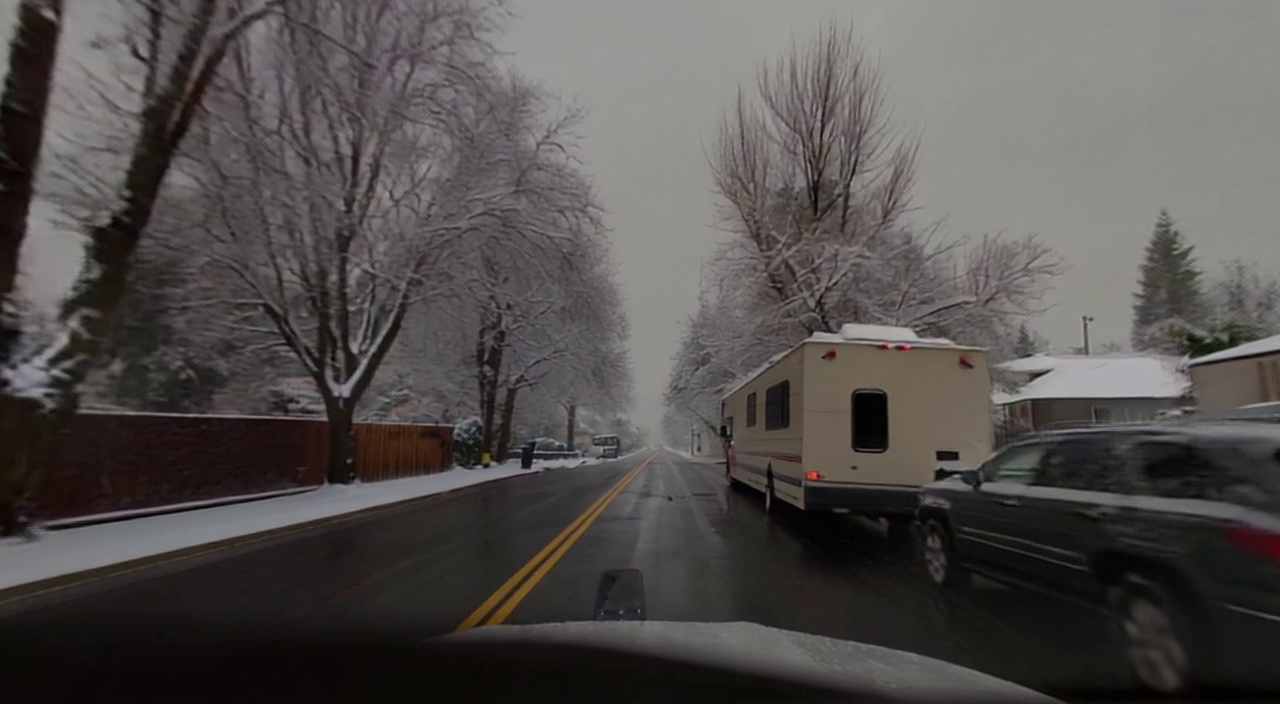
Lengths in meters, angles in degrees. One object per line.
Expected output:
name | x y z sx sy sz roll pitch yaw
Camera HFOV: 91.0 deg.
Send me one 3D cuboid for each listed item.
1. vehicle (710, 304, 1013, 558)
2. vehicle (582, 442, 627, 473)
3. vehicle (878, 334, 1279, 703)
vehicle | 3.583 1.838 14.127 3.052 3.440 11.052 -1 -8 2
vehicle | -2.037 6.286 37.716 2.194 1.763 4.288 -1 -9 3
vehicle | 3.475 1.102 4.211 1.980 1.782 4.627 0 -9 1
